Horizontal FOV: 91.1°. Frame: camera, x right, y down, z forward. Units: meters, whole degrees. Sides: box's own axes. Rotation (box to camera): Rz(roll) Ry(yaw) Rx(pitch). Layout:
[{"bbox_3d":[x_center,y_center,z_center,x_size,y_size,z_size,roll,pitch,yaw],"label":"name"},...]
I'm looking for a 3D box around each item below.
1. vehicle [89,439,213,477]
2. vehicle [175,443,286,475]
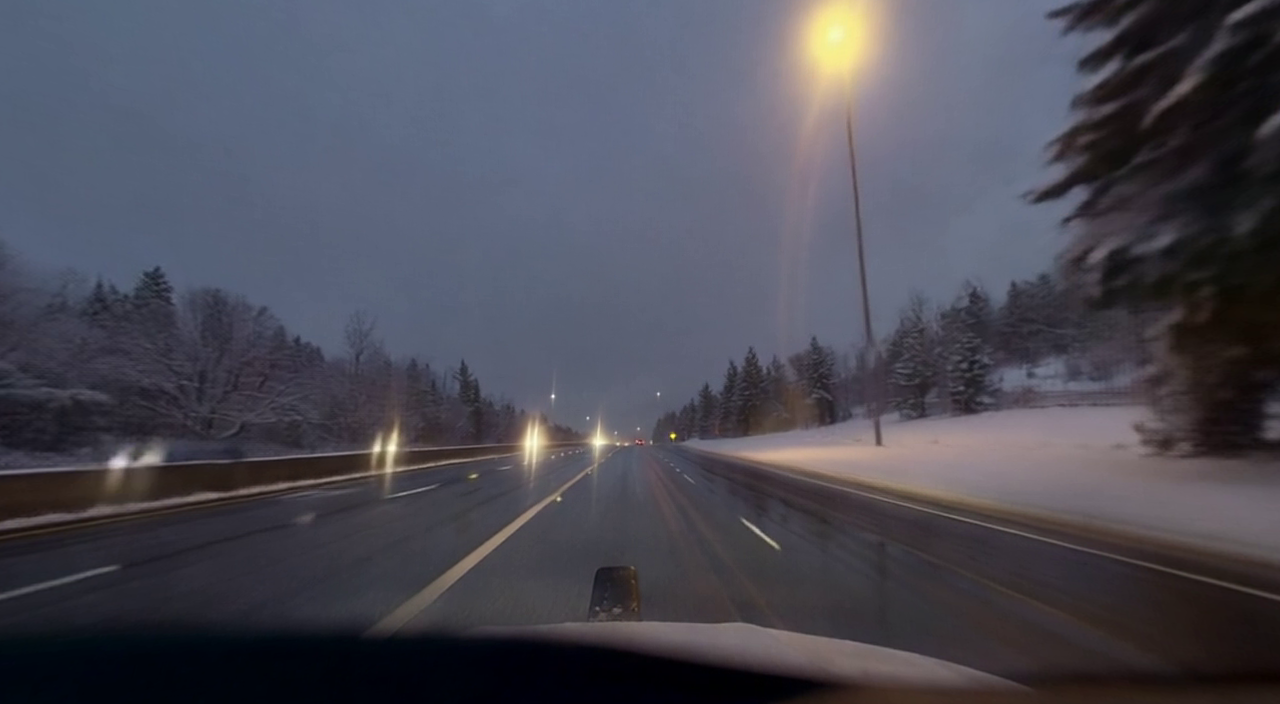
[{"bbox_3d":[-22.901,4.961,29.744,1.916,1.601,4.872,0,-8,0],"label":"vehicle"},{"bbox_3d":[-22.873,5.960,35.491,2.342,1.550,5.925,0,-8,0],"label":"vehicle"}]
